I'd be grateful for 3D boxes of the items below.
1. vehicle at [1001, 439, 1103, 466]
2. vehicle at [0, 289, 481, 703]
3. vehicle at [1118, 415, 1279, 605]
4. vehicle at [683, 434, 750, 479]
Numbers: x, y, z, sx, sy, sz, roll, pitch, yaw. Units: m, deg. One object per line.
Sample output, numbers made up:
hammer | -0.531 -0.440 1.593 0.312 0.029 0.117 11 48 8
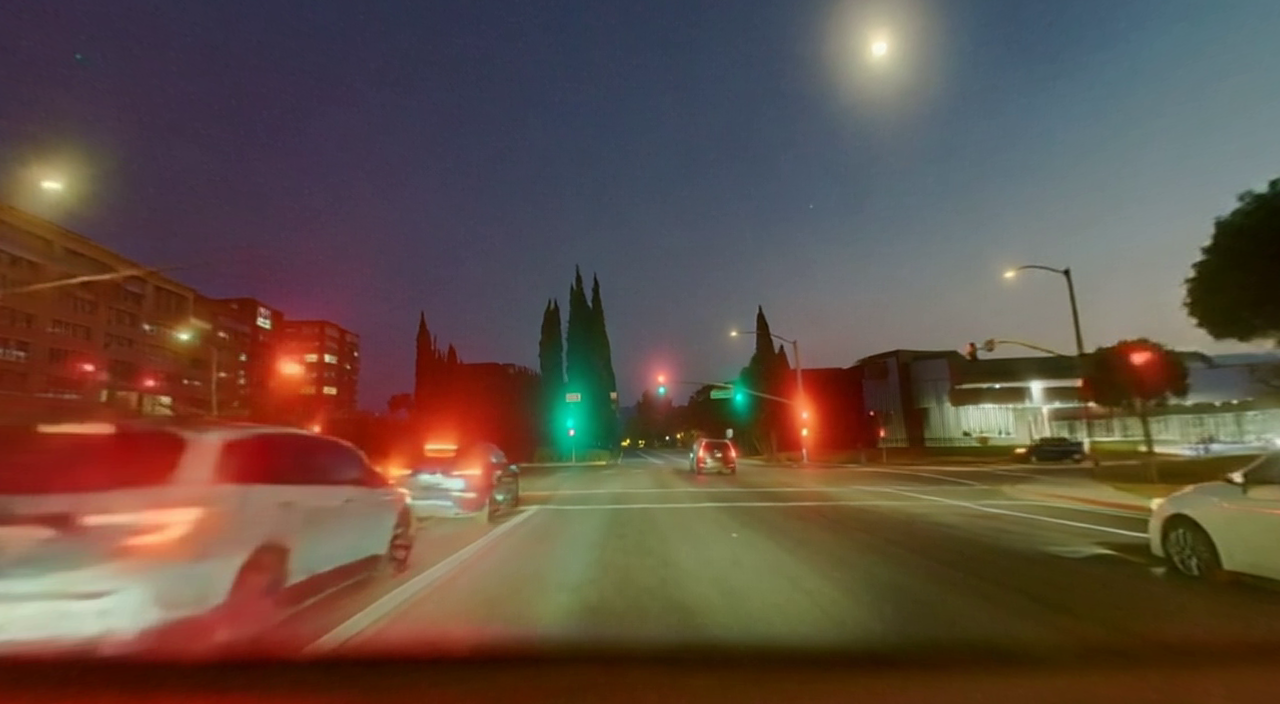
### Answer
vehicle | 23.318 5.698 35.872 4.411 1.464 1.938 0 -9 -1
vehicle | -2.987 1.098 4.300 2.313 1.752 6.152 0 -9 -1
vehicle | 6.495 1.288 5.000 2.000 1.618 4.238 0 -9 -1
vehicle | 3.170 4.452 27.173 2.095 1.759 4.862 0 -9 -2
